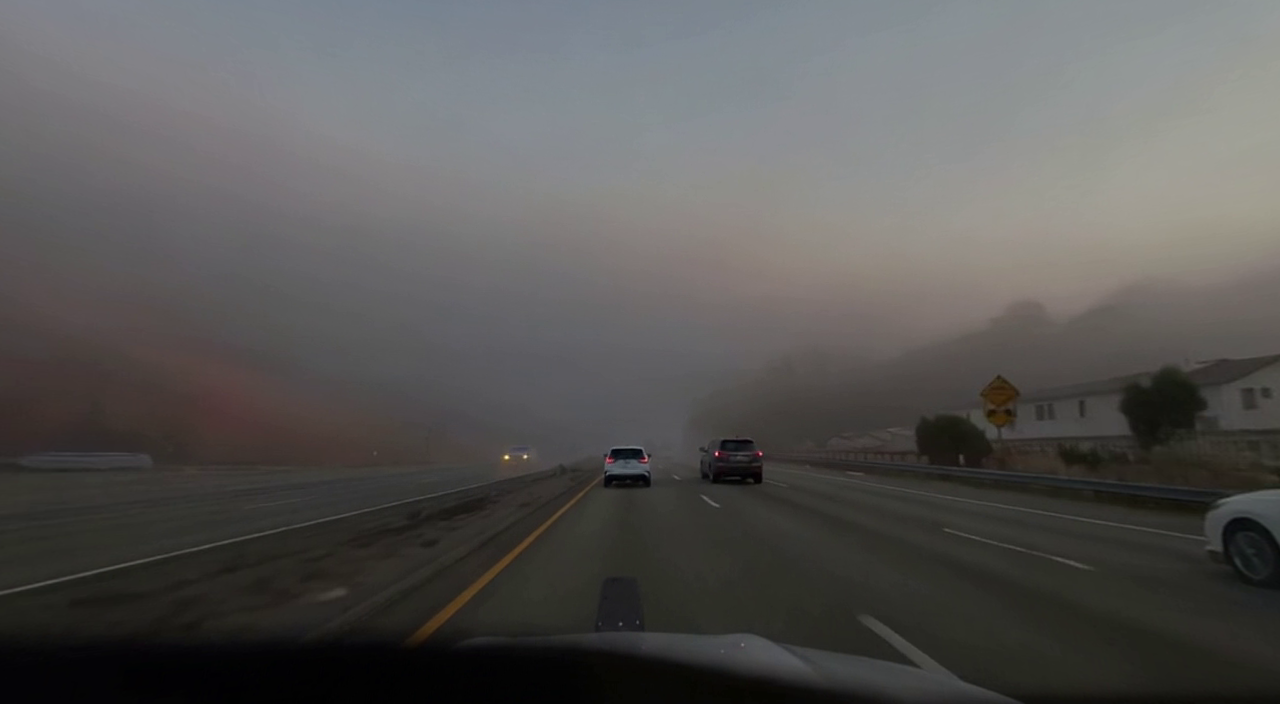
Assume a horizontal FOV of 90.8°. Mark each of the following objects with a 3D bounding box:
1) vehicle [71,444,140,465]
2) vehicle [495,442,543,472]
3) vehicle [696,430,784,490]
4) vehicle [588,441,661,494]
[{"bbox_3d":[-37.560,7.223,44.420,3.305,1.411,1.561,0,-9,-2],"label":"vehicle"},{"bbox_3d":[-7.259,6.318,38.283,1.939,1.661,4.295,0,-9,1],"label":"vehicle"},{"bbox_3d":[3.298,3.677,21.854,2.186,1.842,4.553,0,-9,-2],"label":"vehicle"},{"bbox_3d":[-0.433,3.511,19.528,2.040,1.451,3.736,0,-9,0],"label":"vehicle"}]
